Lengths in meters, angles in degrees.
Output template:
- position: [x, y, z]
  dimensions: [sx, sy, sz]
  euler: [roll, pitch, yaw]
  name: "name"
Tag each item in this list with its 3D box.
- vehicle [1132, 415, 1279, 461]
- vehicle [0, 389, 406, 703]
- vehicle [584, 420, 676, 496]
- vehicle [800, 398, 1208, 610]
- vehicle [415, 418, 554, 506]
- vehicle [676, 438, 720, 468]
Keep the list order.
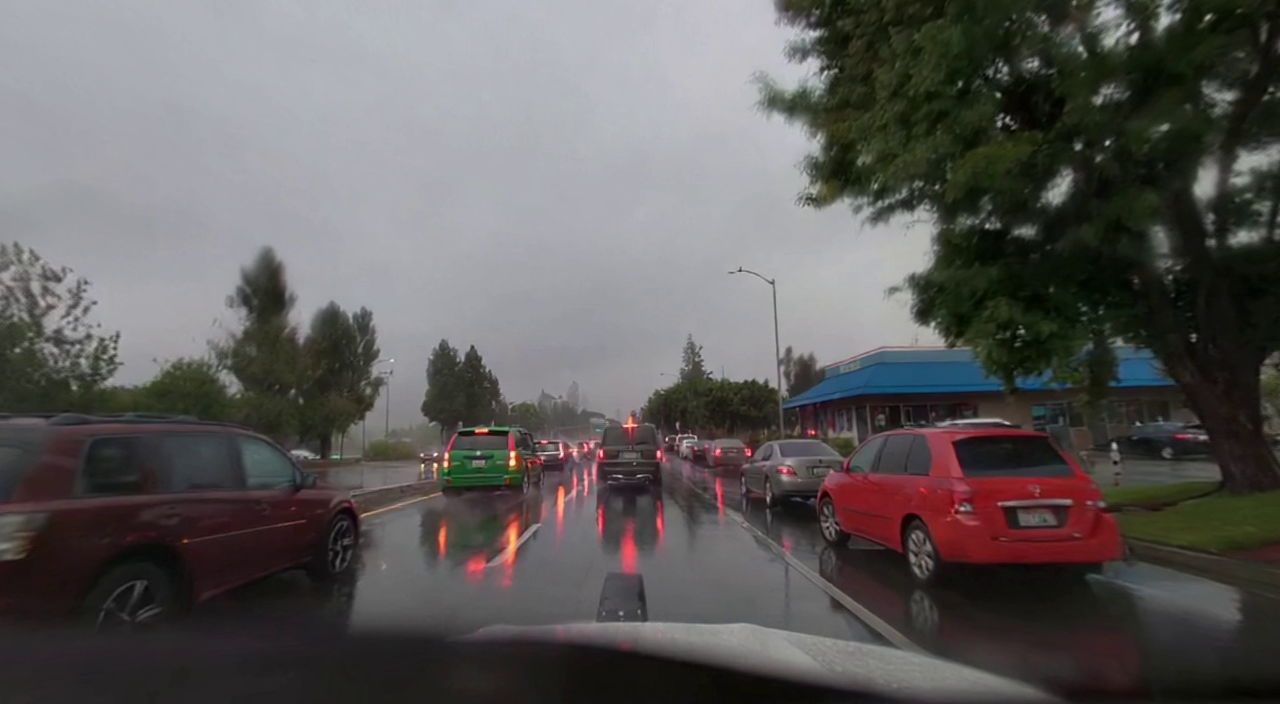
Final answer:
- position: [22.078, 3.350, 24.482]
  dimensions: [2.139, 1.540, 4.770]
  euler: [-1, -8, 0]
  name: "vehicle"
- position: [-3.694, 1.249, 4.903]
  dimensions: [2.051, 1.522, 4.509]
  euler: [0, -8, -1]
  name: "vehicle"
- position: [-0.291, 2.897, 17.525]
  dimensions: [2.238, 1.825, 4.190]
  euler: [0, -8, -1]
  name: "vehicle"
- position: [3.455, 1.528, 7.240]
  dimensions: [2.047, 1.671, 4.267]
  euler: [0, -9, -1]
  name: "vehicle"
- position: [-3.604, 2.662, 15.656]
  dimensions: [2.231, 1.853, 4.461]
  euler: [0, -9, 1]
  name: "vehicle"
- position: [3.052, 5.402, 33.986]
  dimensions: [1.903, 1.529, 3.649]
  euler: [0, -9, -2]
  name: "vehicle"
